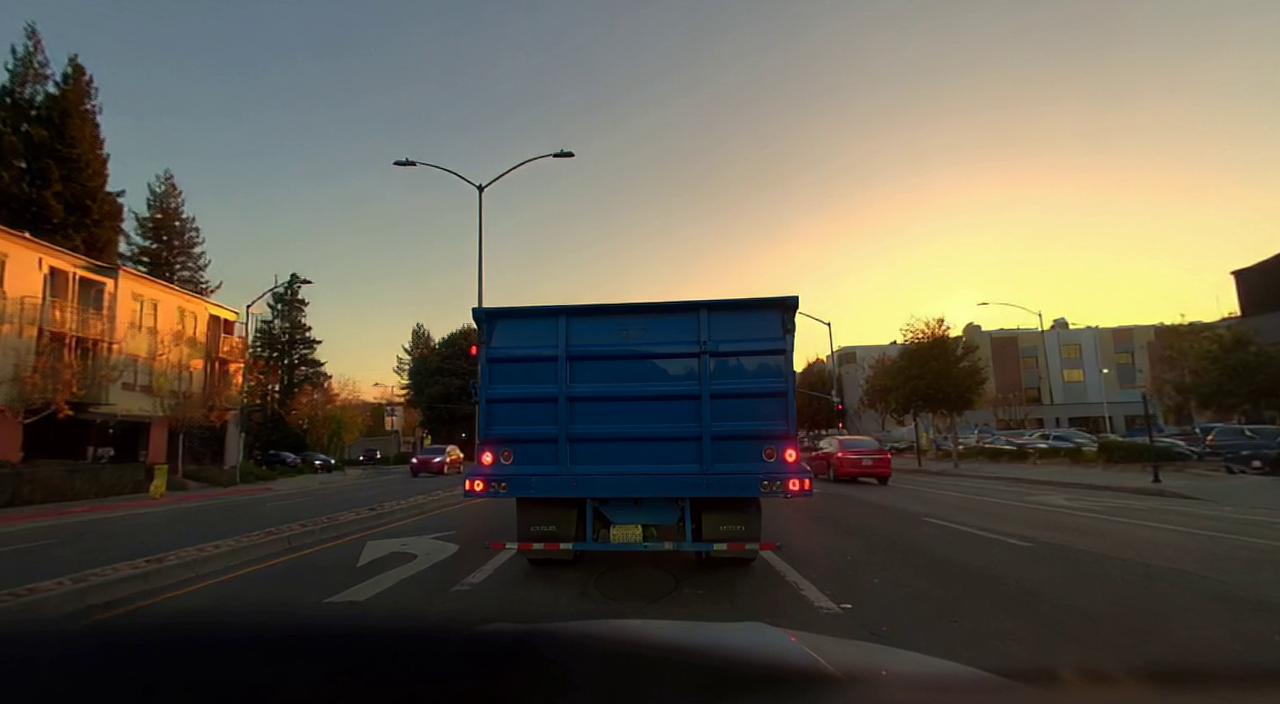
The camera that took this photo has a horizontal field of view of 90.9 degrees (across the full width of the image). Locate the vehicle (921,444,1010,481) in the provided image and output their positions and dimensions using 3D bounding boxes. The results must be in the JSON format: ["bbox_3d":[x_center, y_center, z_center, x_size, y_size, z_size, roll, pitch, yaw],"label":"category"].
[{"bbox_3d":[14.171,4.808,27.758,1.777,1.488,4.081,-1,-8,1],"label":"vehicle"}]

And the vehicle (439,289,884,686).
[{"bbox_3d":[0.268,1.304,7.399,2.650,2.391,7.008,-1,-8,3],"label":"vehicle"}]

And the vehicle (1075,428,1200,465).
[{"bbox_3d":[23.116,4.389,29.433,4.171,1.614,1.894,-1,-8,1],"label":"vehicle"}]

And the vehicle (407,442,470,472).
[{"bbox_3d":[-13.738,7.206,43.529,2.218,1.926,5.753,-1,-8,3],"label":"vehicle"}]

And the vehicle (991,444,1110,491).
[{"bbox_3d":[14.312,4.015,22.254,1.702,1.475,3.670,-1,-8,1],"label":"vehicle"}]
